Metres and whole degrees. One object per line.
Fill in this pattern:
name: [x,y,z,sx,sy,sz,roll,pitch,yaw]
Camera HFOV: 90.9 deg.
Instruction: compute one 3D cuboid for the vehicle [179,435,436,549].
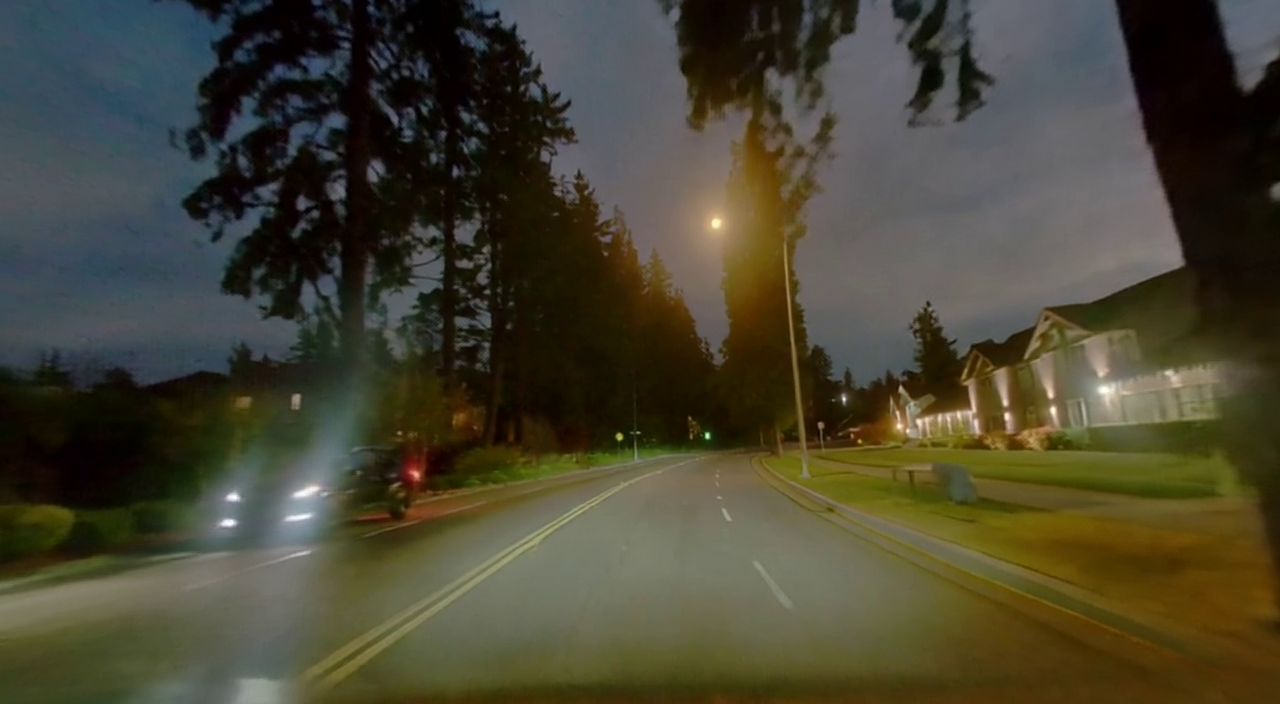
vehicle: [-5.826,2.549,12.016,2.002,1.601,5.012,-3,-10,3]
